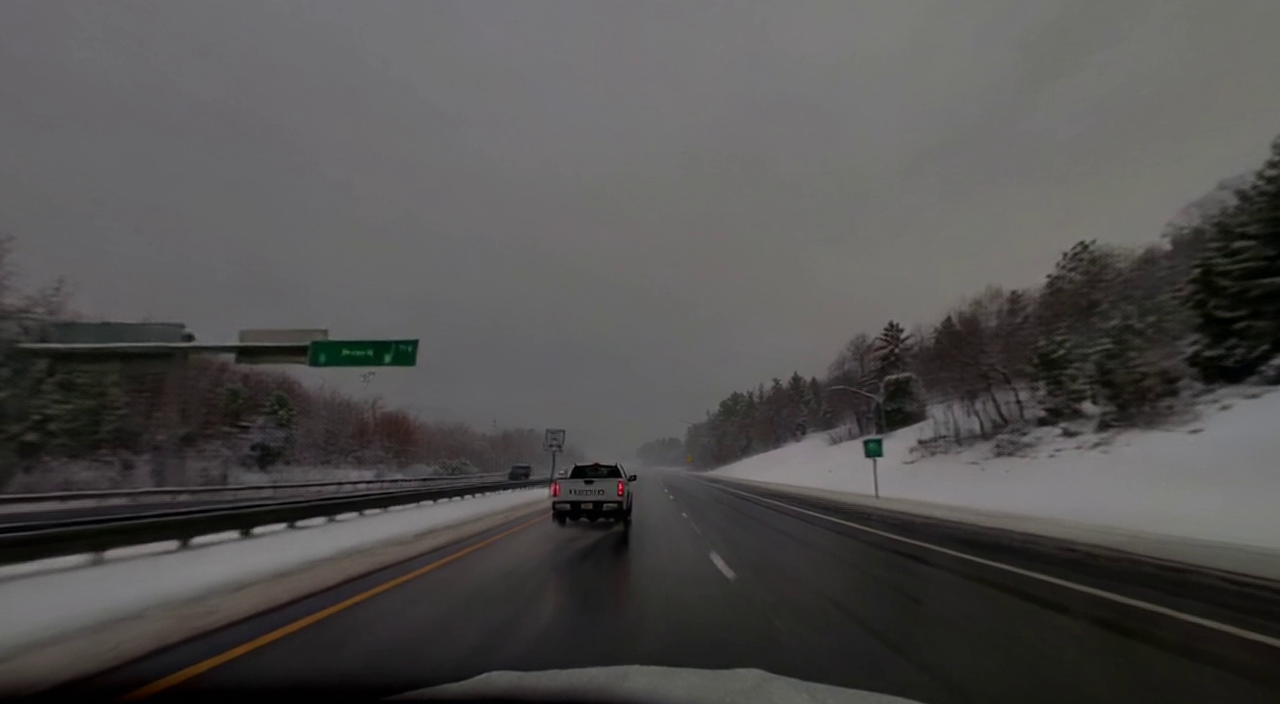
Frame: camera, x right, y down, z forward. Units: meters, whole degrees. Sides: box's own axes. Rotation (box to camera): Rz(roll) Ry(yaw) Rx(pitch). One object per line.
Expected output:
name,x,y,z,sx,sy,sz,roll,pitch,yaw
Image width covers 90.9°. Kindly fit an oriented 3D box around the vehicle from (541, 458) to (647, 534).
vehicle,-0.920,3.446,15.631,2.135,1.506,5.041,1,-10,1
